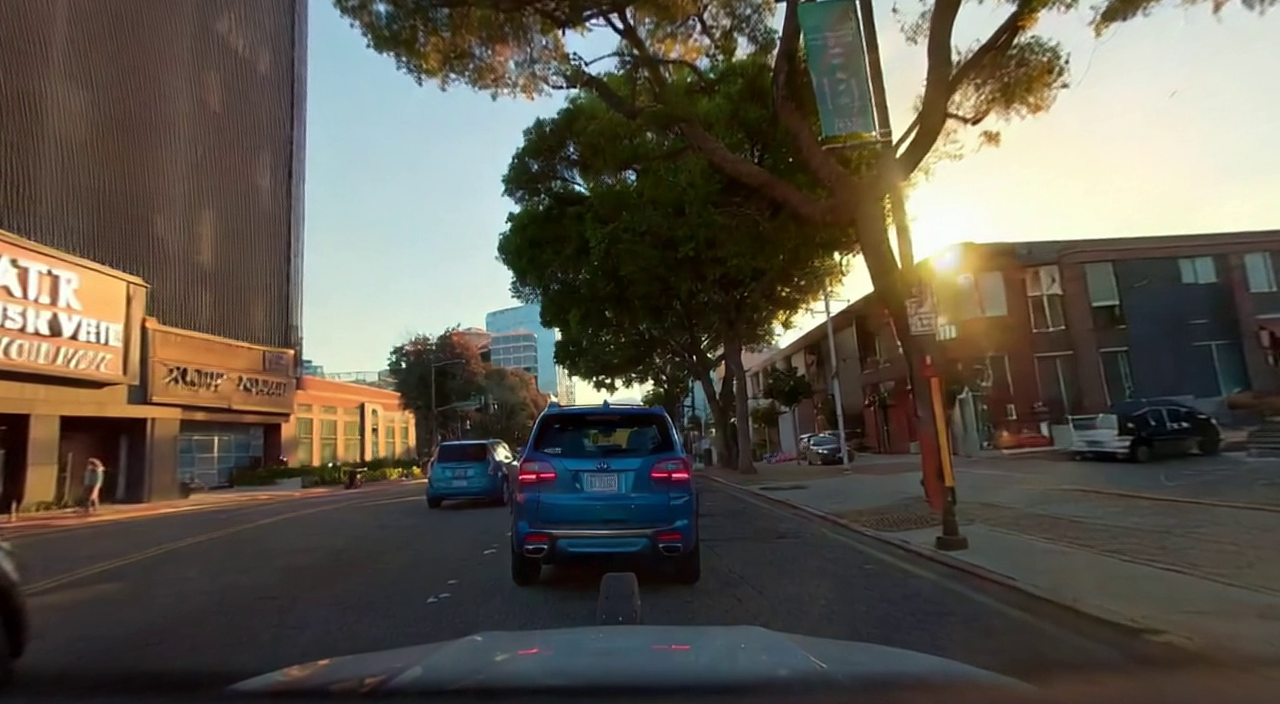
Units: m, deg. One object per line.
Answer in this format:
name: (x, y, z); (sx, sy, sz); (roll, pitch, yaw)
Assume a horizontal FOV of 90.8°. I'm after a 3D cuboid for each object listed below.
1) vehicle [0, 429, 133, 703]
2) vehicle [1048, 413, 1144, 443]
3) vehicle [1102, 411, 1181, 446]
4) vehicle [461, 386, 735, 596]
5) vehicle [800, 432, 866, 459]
vehicle: (-4.090, 0.915, 1.727); (1.878, 1.461, 4.432); (0, -9, -3)
vehicle: (24.511, 4.103, 34.014); (3.826, 1.544, 1.754); (0, -9, -5)
vehicle: (23.371, 3.591, 29.399); (4.168, 1.514, 1.811); (6, -11, -37)
vehicle: (-0.462, 1.609, 8.149); (2.531, 1.930, 4.382); (0, -8, -2)
vehicle: (10.827, 5.232, 35.323); (1.877, 1.416, 3.965); (-9, -12, 43)
